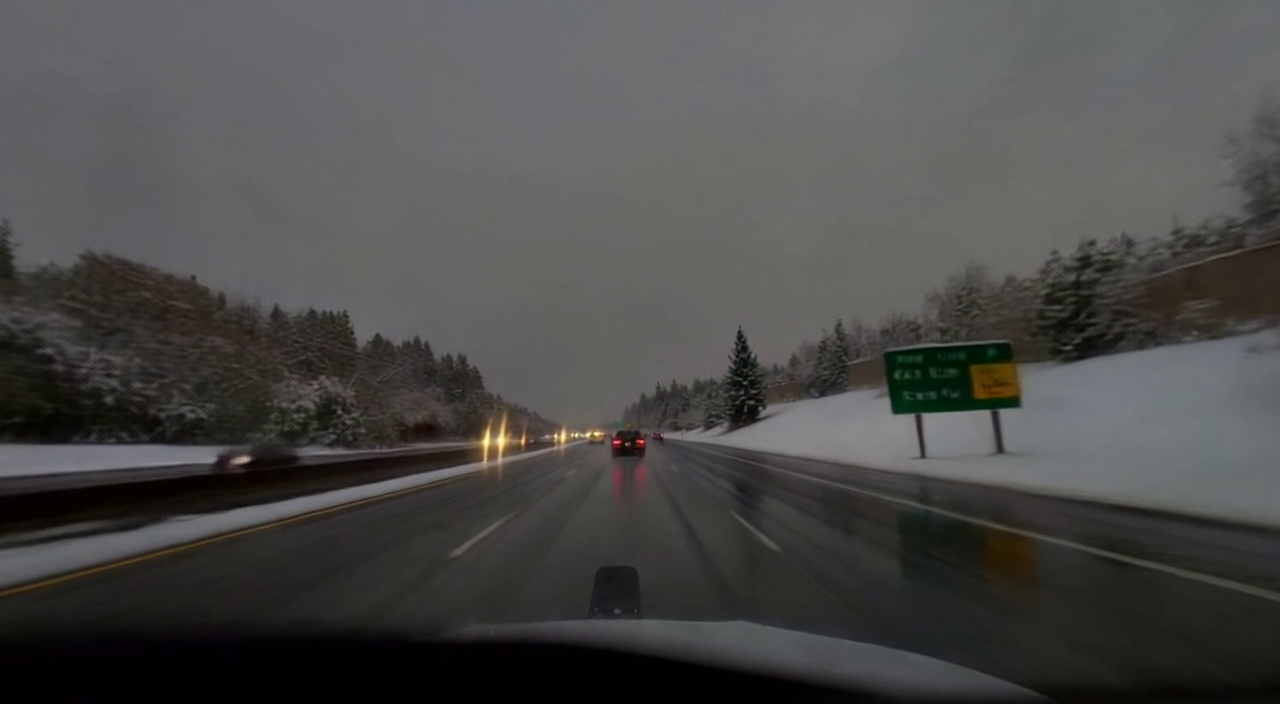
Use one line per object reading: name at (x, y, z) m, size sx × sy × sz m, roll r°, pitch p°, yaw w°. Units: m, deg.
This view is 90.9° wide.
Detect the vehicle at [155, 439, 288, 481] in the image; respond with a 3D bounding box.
vehicle at (-16.751, 4.303, 25.631) m, size 2.081 × 1.522 × 4.969 m, roll 0°, pitch -8°, yaw -1°

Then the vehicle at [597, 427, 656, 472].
vehicle at (-0.509, 3.732, 24.454) m, size 2.094 × 1.600 × 3.666 m, roll 0°, pitch -8°, yaw -1°
